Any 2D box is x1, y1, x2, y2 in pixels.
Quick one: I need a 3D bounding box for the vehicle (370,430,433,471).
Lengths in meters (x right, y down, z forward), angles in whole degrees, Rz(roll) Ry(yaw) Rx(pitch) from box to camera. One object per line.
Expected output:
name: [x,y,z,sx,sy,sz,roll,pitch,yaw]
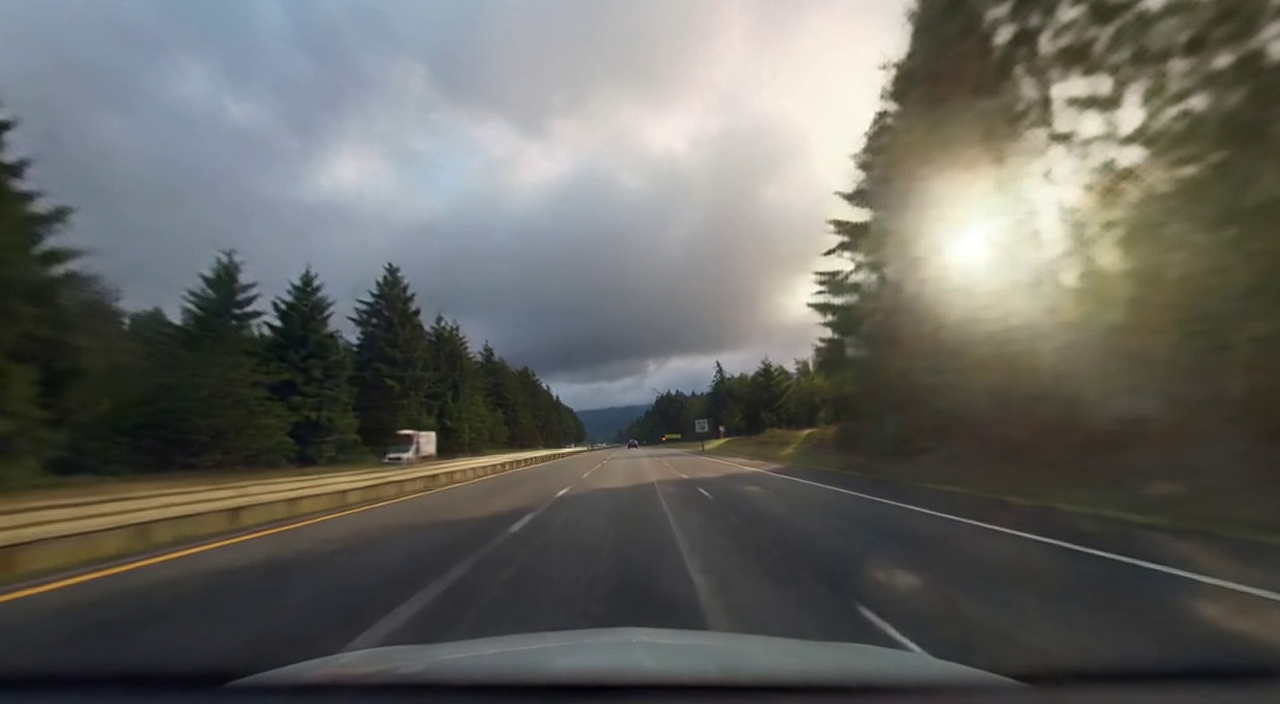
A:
vehicle: [-17.047,7.055,45.351,2.274,2.678,5.688,0,-8,-1]
